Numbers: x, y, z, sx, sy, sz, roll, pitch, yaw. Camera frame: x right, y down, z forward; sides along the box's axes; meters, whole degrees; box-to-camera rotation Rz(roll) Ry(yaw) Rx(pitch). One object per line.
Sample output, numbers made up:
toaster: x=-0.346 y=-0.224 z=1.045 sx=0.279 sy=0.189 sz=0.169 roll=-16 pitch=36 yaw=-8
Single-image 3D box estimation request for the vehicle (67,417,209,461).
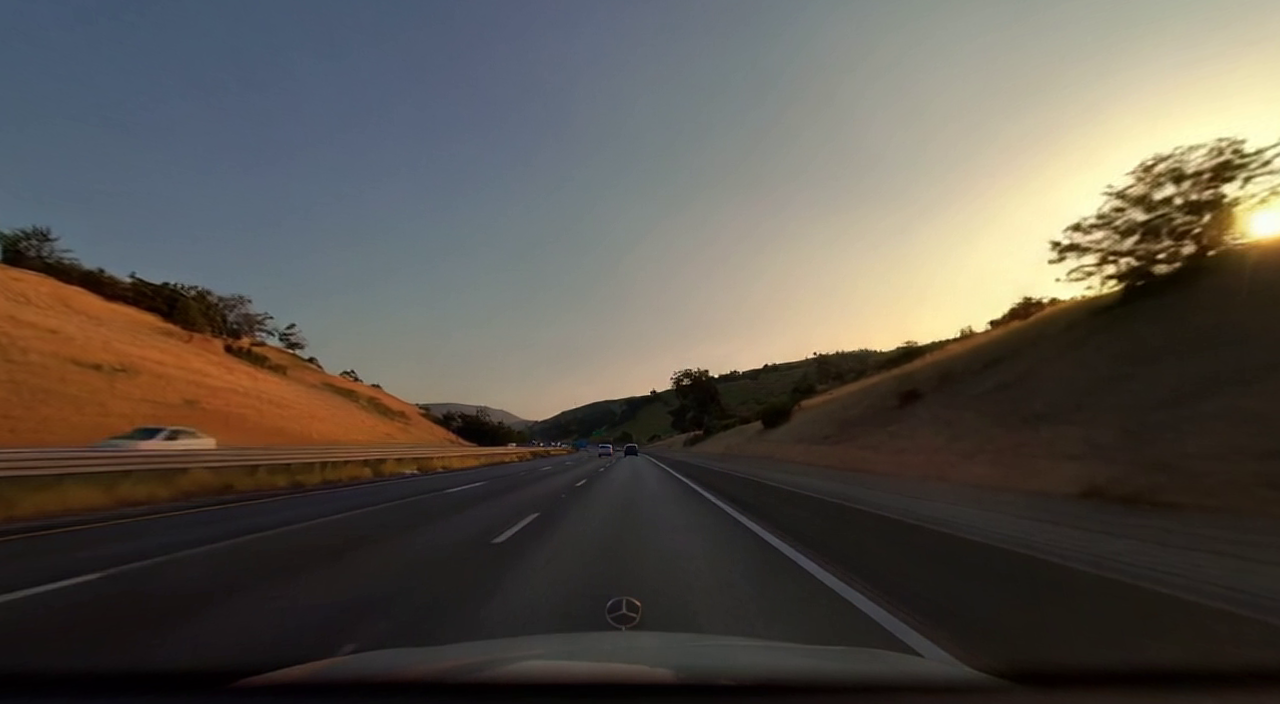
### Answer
vehicle: x=-19.213 y=3.398 z=24.469 sx=1.845 sy=1.533 sz=4.461 roll=0 pitch=-9 yaw=-1
